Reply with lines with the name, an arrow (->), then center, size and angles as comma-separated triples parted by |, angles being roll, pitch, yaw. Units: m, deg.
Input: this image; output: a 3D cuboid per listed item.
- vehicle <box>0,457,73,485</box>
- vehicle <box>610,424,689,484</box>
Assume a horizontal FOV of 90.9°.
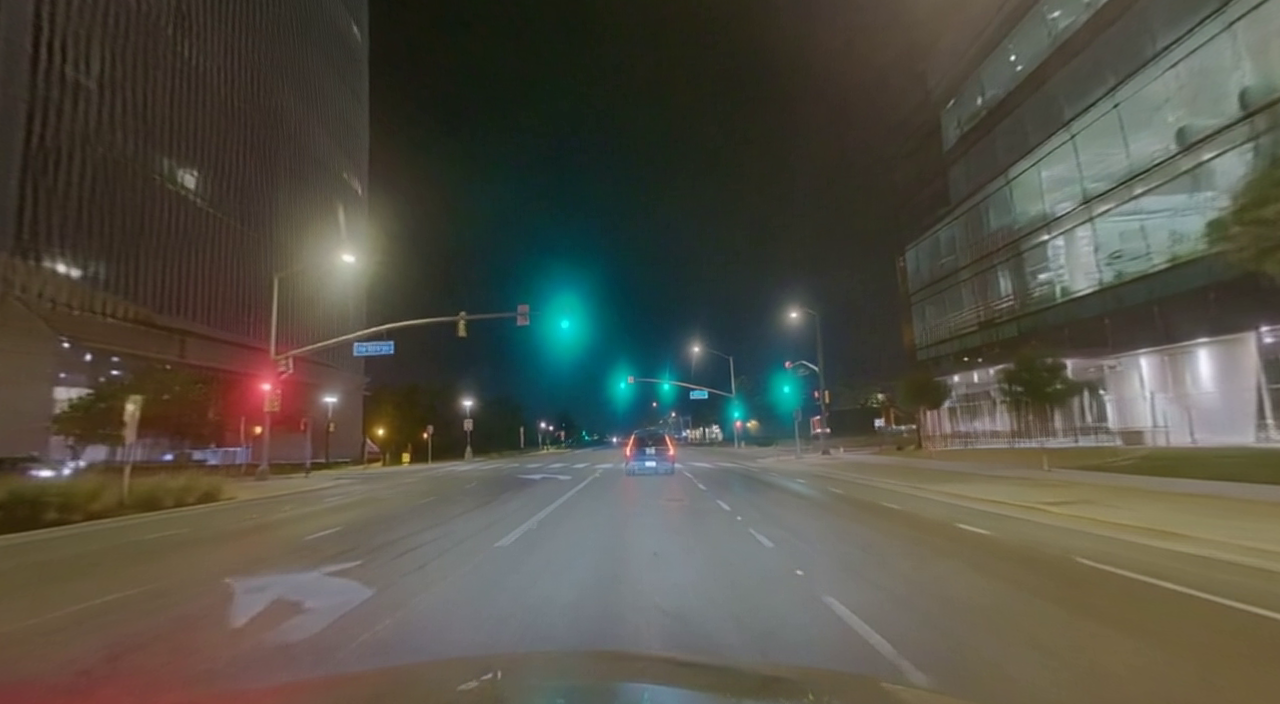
vehicle -> -35.473, 6.733, 35.795 | 4.494, 1.475, 1.893 | 0, -8, -3
vehicle -> 0.251, 3.121, 19.513 | 2.184, 1.640, 4.086 | 0, -8, 0
